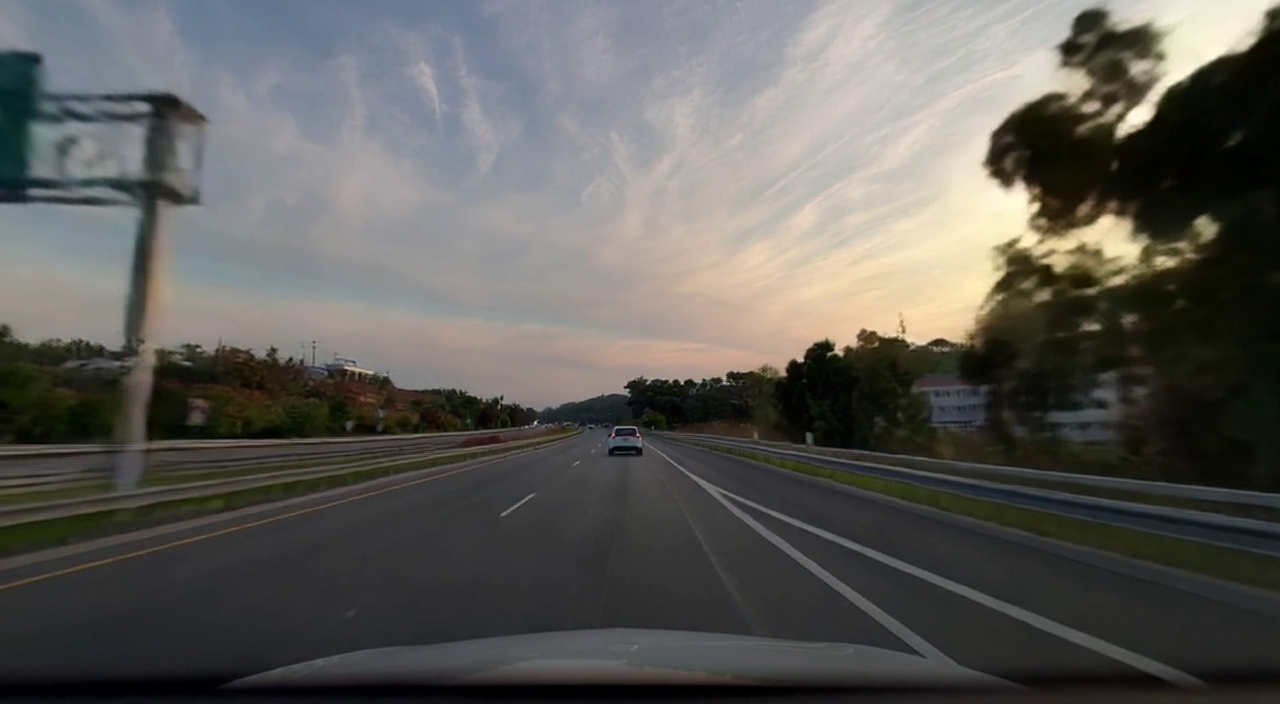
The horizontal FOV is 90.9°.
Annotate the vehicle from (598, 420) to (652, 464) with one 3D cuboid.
[{"bbox_3d":[-0.625,3.652,25.831,2.020,1.633,3.942,0,-7,-2],"label":"vehicle"}]
